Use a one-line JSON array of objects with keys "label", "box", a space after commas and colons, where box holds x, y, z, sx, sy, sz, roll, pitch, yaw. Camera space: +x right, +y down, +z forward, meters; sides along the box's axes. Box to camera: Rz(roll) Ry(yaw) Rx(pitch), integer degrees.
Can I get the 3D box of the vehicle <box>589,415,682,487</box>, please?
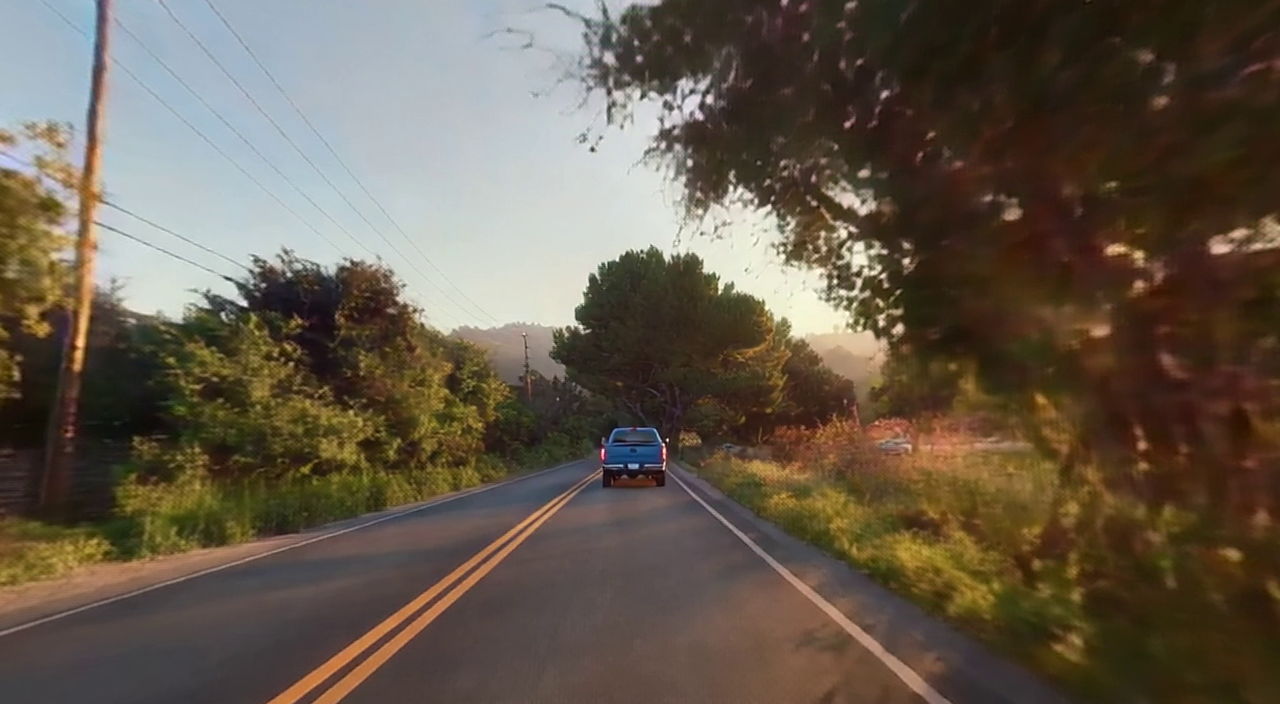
[{"label": "vehicle", "box": [-0.226, 3.790, 24.369, 3.021, 2.326, 7.410, 0, -8, -1]}]
